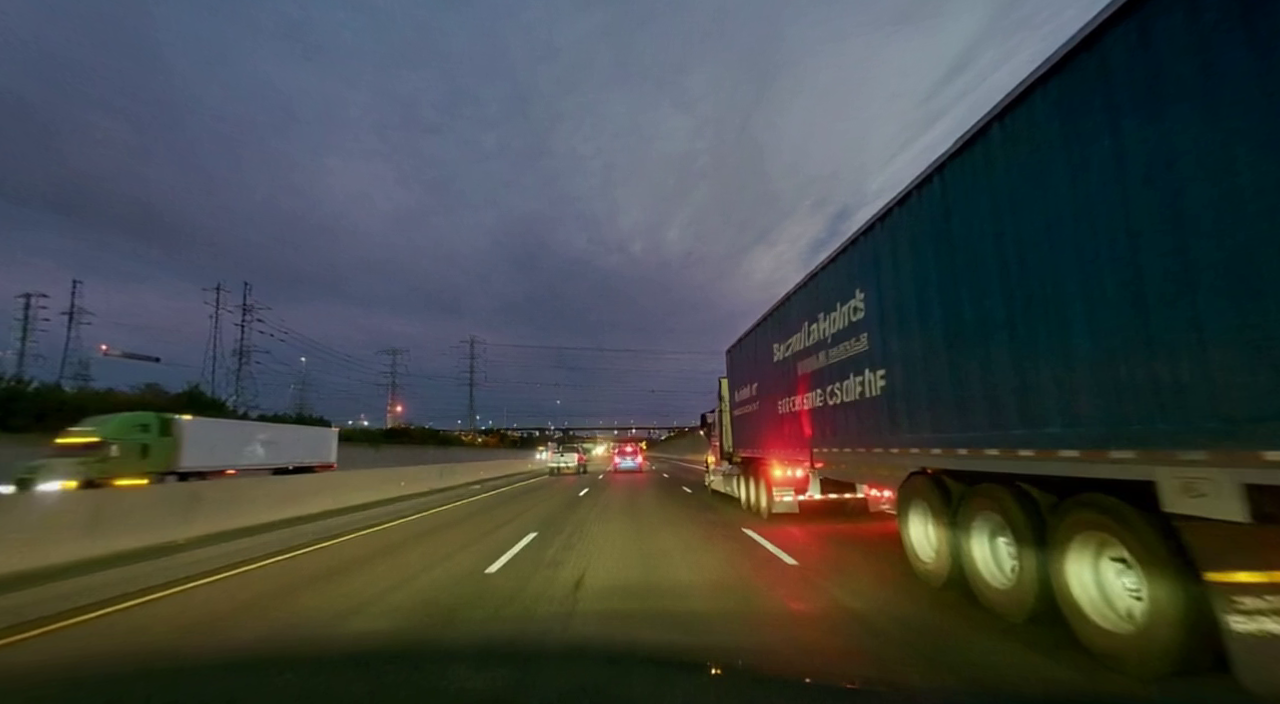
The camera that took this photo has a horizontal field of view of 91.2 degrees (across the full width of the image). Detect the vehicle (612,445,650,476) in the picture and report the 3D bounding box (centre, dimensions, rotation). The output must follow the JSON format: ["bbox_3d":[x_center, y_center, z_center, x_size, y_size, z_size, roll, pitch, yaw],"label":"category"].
[{"bbox_3d":[-0.512,6.098,35.320,2.004,1.615,4.113,0,-9,-1],"label":"vehicle"}]

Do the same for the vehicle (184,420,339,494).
[{"bbox_3d":[-20.388,5.766,34.743,2.756,3.490,9.284,0,-9,0],"label":"vehicle"}]

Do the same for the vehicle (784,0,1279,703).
[{"bbox_3d":[3.930,0.222,6.081,2.859,3.917,8.481,0,-9,-1],"label":"vehicle"}]

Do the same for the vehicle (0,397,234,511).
[{"bbox_3d":[-20.113,3.980,24.727,2.895,3.724,7.725,0,-9,0],"label":"vehicle"}]

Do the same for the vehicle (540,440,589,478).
[{"bbox_3d":[-4.014,5.806,34.157,2.077,1.884,4.961,0,-9,-1],"label":"vehicle"}]
